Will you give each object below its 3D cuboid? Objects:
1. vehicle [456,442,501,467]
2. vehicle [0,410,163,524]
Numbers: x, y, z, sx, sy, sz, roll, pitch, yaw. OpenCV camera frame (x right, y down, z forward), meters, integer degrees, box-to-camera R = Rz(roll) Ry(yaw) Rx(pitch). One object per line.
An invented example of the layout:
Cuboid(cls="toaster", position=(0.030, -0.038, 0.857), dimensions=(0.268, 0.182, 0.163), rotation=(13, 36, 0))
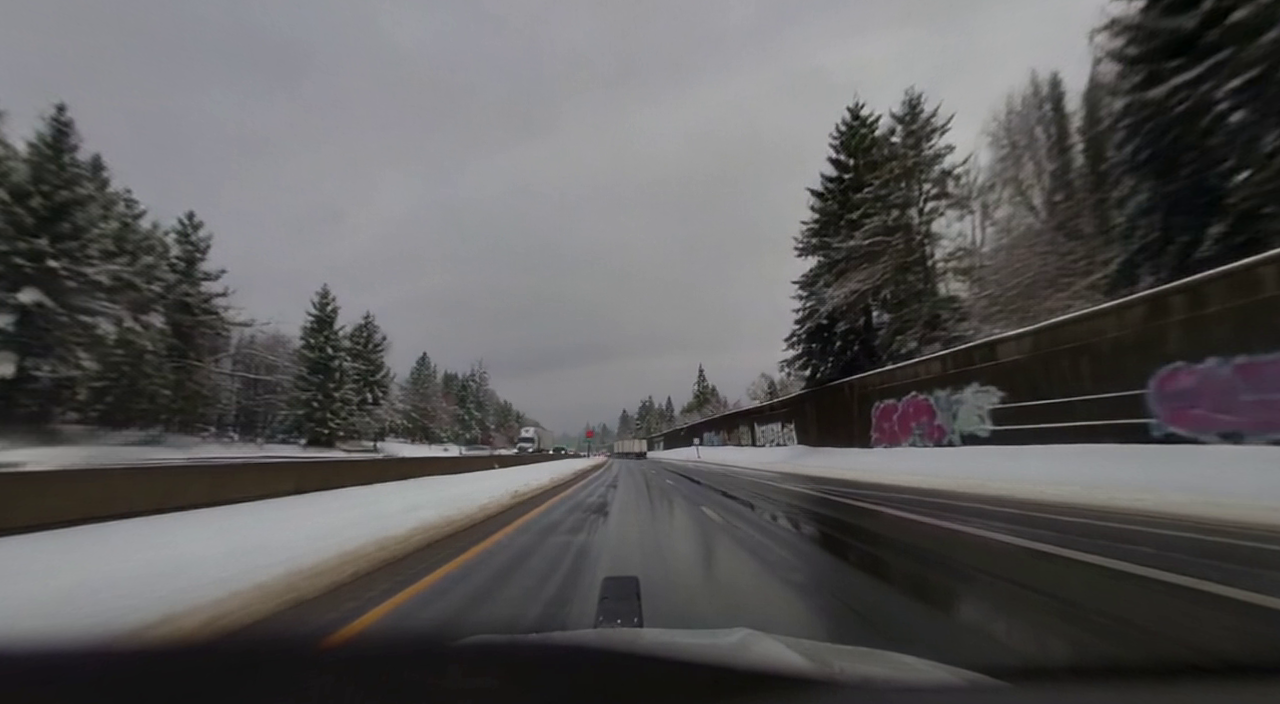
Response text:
Cuboid(cls="vehicle", position=(-10.089, 6.466, 39.527), dimensions=(1.813, 1.466, 3.902), rotation=(0, -9, 0))
Cuboid(cls="vehicle", position=(-9.362, 1.639, 9.028), dimensions=(1.834, 1.482, 3.947), rotation=(0, -9, 0))
